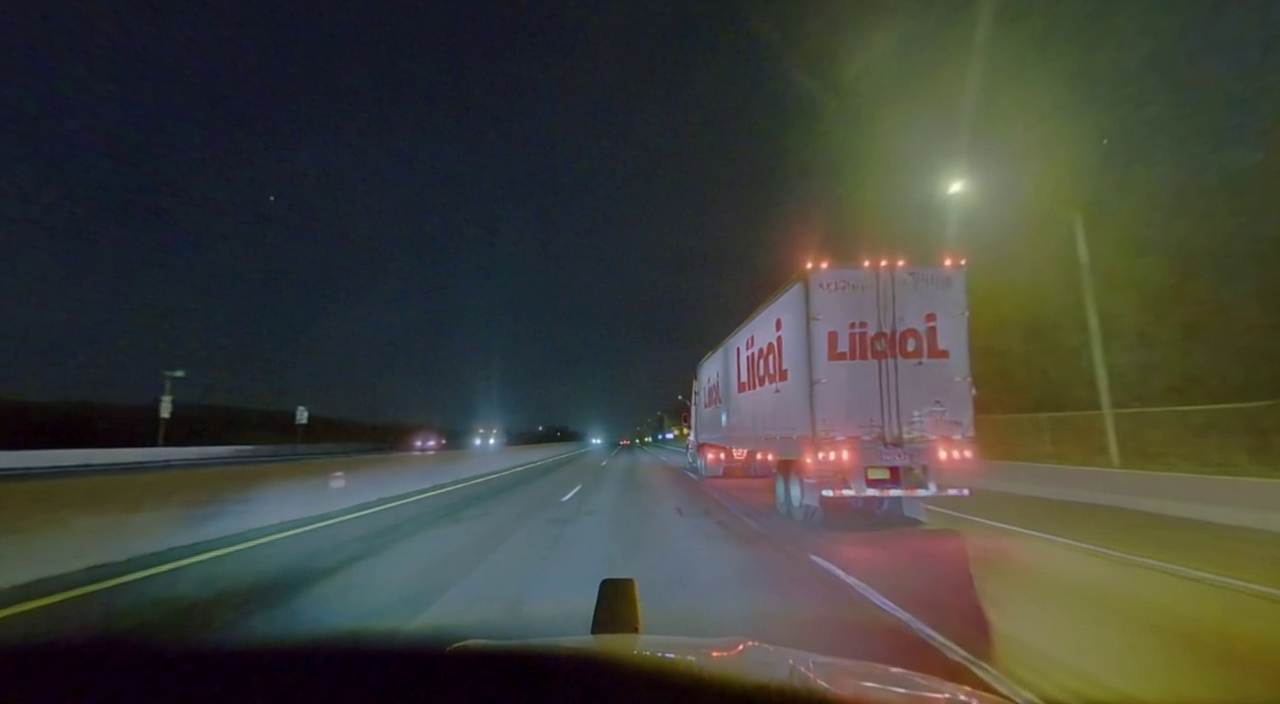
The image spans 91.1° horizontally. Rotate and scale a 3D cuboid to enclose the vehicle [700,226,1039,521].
[{"bbox_3d":[3.889,1.222,16.216,3.034,4.194,14.704,0,-8,-1],"label":"vehicle"}]
